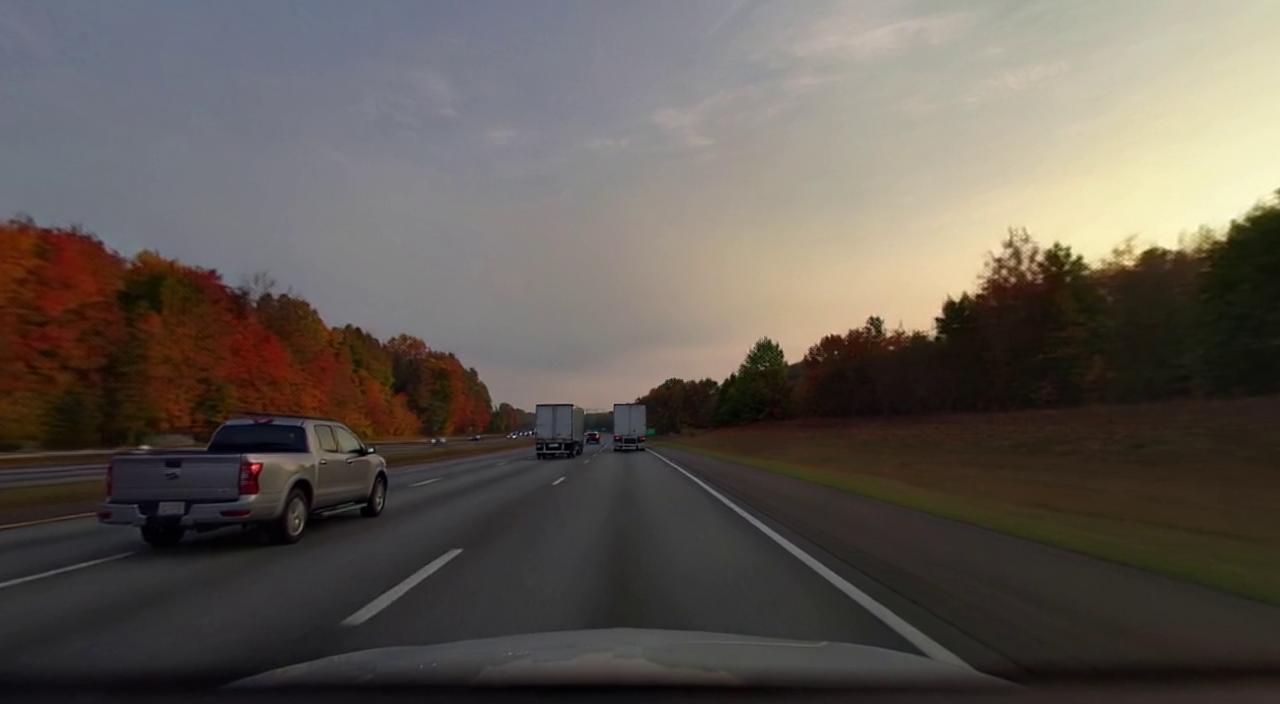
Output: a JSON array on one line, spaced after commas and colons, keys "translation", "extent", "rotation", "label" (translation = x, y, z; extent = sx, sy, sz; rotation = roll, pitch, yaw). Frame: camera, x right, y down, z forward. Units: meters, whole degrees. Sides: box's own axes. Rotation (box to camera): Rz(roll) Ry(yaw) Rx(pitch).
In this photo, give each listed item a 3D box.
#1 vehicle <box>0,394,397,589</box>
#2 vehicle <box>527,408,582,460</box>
[{"translation": [-4.920, 1.508, 7.750], "extent": [2.089, 1.669, 4.515], "rotation": [0, -8, -1], "label": "vehicle"}, {"translation": [-4.779, 4.717, 36.114], "extent": [2.383, 2.726, 5.677], "rotation": [0, -8, 0], "label": "vehicle"}]
